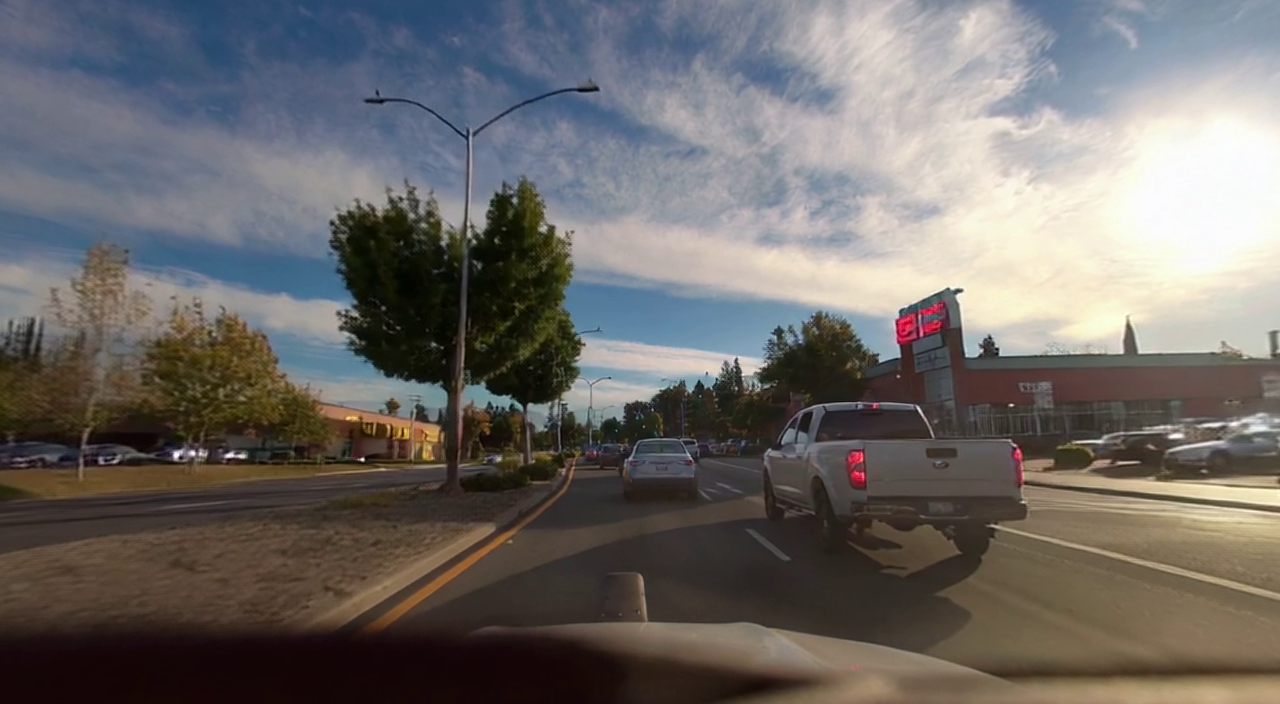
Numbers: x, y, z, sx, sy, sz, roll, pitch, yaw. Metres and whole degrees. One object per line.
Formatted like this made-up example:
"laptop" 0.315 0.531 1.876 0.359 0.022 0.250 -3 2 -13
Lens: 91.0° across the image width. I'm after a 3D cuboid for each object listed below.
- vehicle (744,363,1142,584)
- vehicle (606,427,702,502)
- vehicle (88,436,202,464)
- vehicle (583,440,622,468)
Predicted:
"vehicle" 3.407 1.608 9.125 2.731 2.101 6.047 0 -9 0
"vehicle" 0.313 2.811 16.083 2.145 1.650 4.021 0 -9 0
"vehicle" -32.646 6.469 41.630 5.603 1.772 2.150 1 -9 -3
"vehicle" -2.153 5.679 35.246 1.960 1.475 4.161 1 -9 -6
